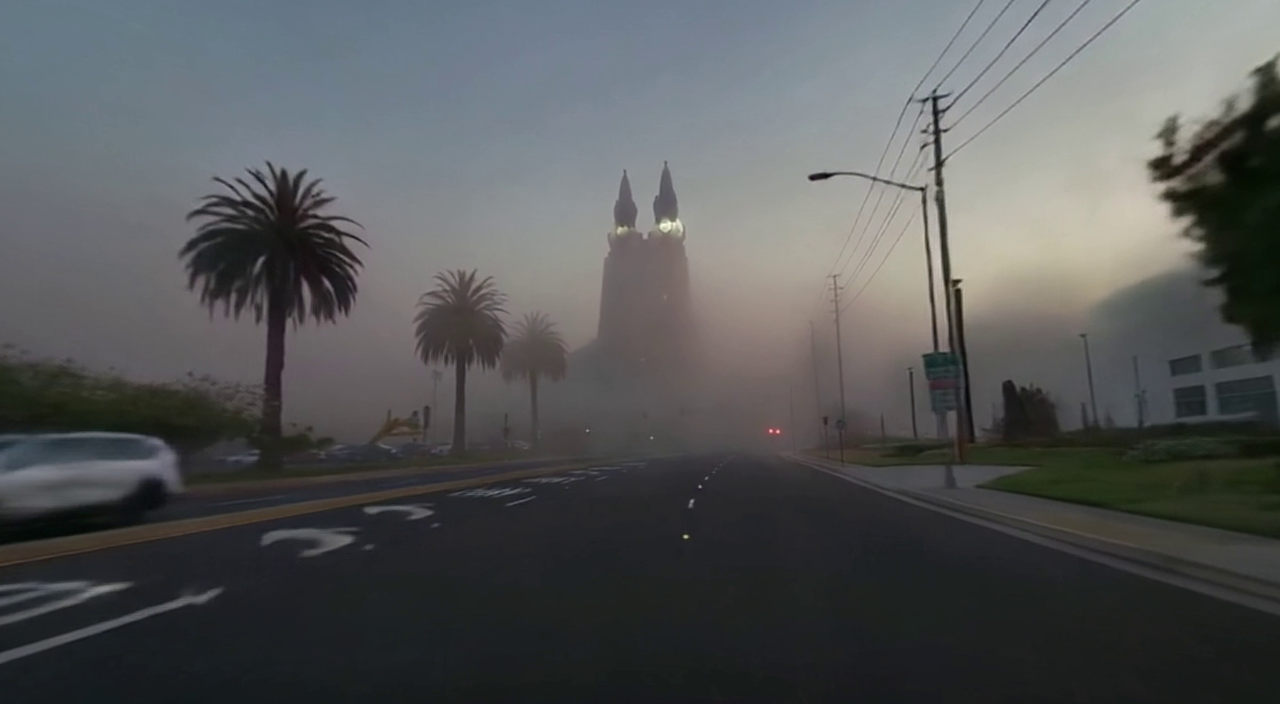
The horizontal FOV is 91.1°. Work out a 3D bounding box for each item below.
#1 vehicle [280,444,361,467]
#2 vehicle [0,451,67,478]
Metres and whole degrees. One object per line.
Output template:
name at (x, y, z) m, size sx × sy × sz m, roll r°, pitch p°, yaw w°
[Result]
vehicle at (-21.492, 6.957, 42.321) m, size 4.440 × 1.541 × 1.851 m, roll -1°, pitch -9°, yaw 3°
vehicle at (-36.088, 6.448, 36.087) m, size 4.525 × 1.492 × 1.950 m, roll -1°, pitch -9°, yaw 5°
